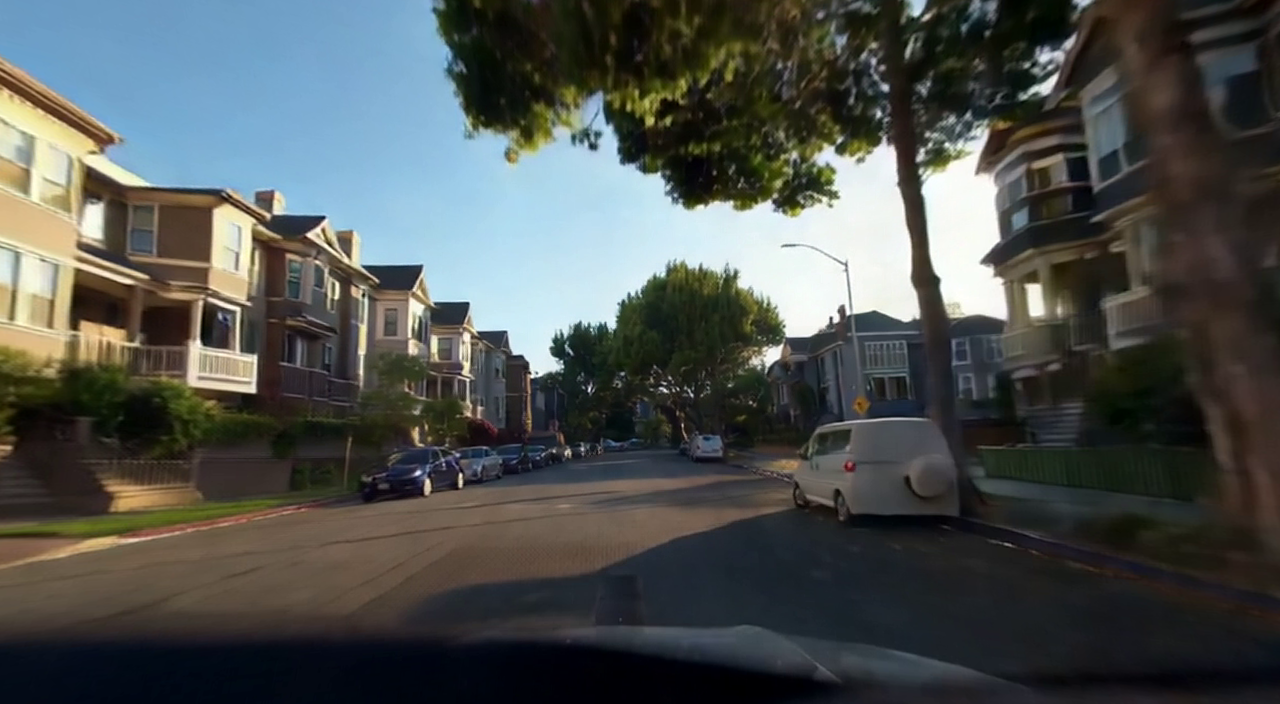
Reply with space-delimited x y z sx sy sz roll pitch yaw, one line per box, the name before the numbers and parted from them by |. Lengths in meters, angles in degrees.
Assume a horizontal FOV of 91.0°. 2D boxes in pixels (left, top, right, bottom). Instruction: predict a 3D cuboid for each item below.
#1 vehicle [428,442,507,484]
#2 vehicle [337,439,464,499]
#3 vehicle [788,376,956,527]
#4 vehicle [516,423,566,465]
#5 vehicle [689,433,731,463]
vehicle | -6.692 4.341 24.946 1.845 1.475 4.495 -1 -9 0
vehicle | -6.889 3.437 18.753 2.003 1.501 4.779 -1 -9 -1
vehicle | 4.131 1.819 11.652 2.158 2.478 2.078 -1 -9 -1
vehicle | -6.726 6.416 43.489 2.341 2.674 5.753 -1 -10 1
vehicle | 4.719 6.585 43.335 2.216 1.955 4.970 0 -8 -1
